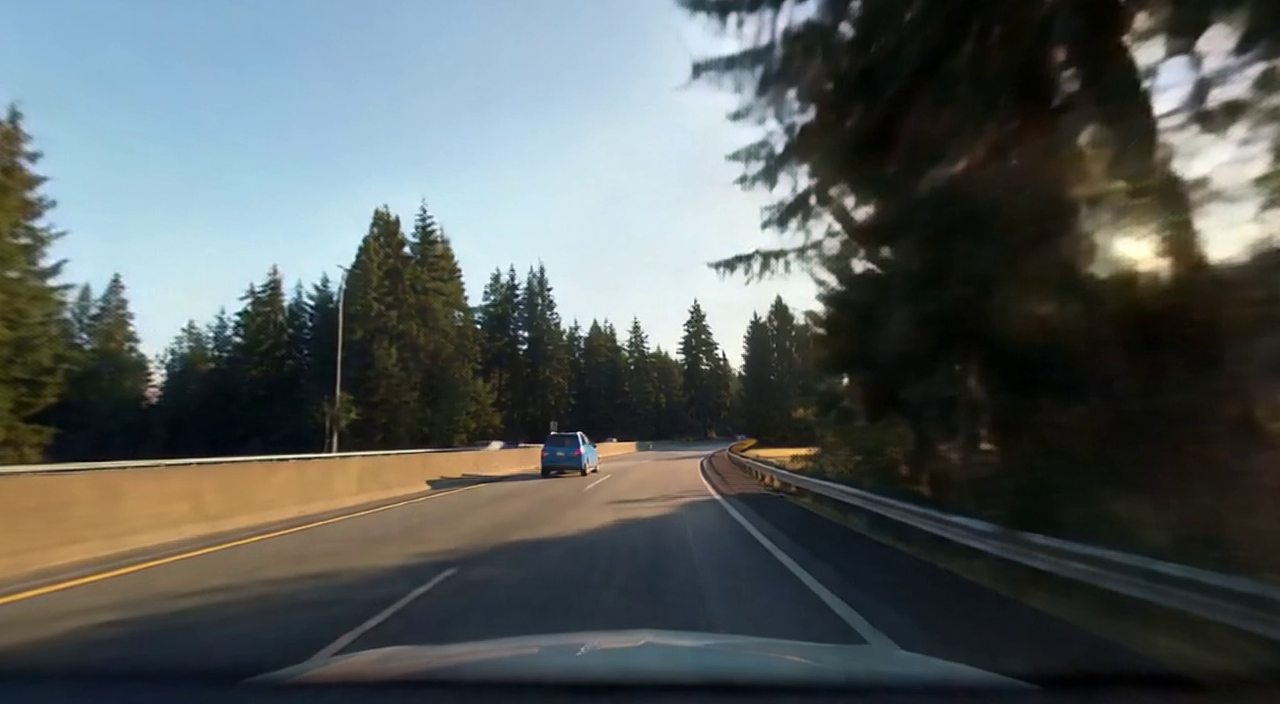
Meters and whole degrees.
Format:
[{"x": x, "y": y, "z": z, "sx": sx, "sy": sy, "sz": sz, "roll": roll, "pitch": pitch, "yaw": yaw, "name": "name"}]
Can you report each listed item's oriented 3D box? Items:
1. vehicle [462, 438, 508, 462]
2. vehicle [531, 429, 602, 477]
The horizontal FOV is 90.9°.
[{"x": -10.723, "y": 6.804, "z": 43.914, "sx": 1.916, "sy": 1.506, "sz": 4.401, "roll": -1, "pitch": -8, "yaw": 3, "name": "vehicle"}, {"x": -2.850, "y": 4.052, "z": 25.478, "sx": 2.005, "sy": 1.752, "sz": 4.479, "roll": -1, "pitch": -8, "yaw": 4, "name": "vehicle"}]
